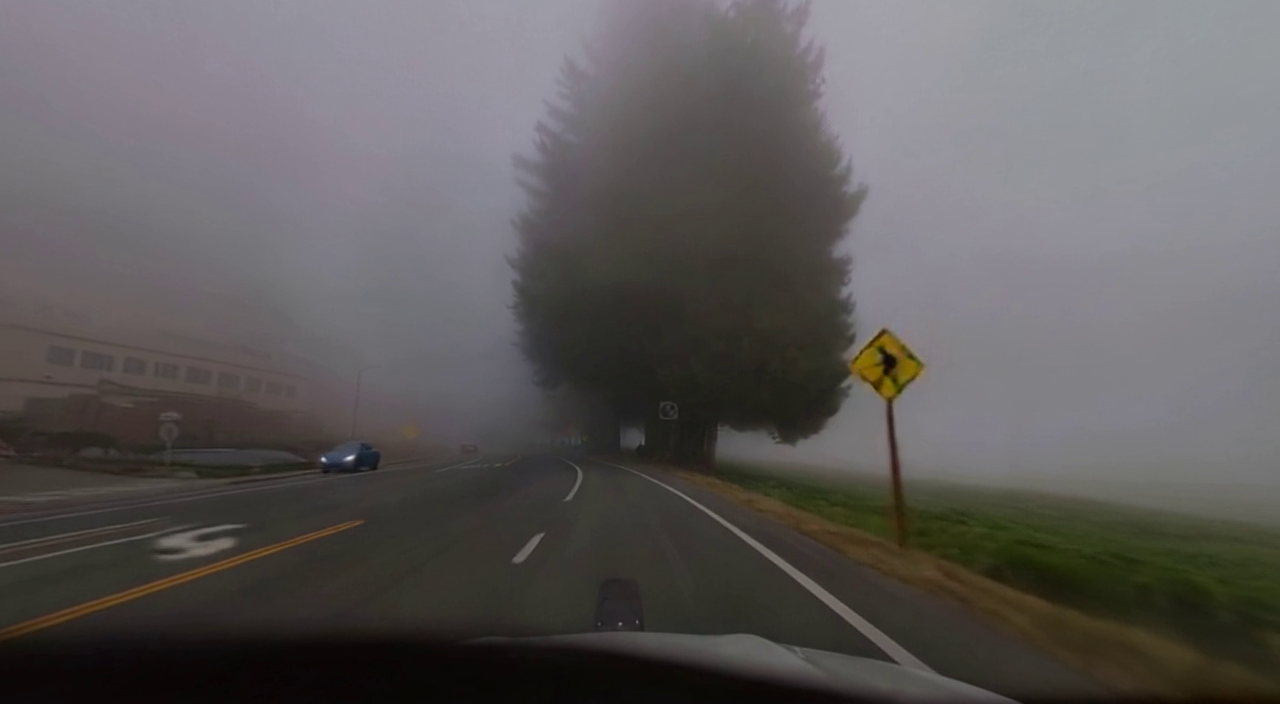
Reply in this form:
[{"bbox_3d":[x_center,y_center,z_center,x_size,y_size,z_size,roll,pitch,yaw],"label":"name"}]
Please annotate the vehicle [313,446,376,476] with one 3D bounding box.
[{"bbox_3d":[-17.209,6.331,36.979,1.993,1.634,4.268,1,-9,-6],"label":"vehicle"}]
